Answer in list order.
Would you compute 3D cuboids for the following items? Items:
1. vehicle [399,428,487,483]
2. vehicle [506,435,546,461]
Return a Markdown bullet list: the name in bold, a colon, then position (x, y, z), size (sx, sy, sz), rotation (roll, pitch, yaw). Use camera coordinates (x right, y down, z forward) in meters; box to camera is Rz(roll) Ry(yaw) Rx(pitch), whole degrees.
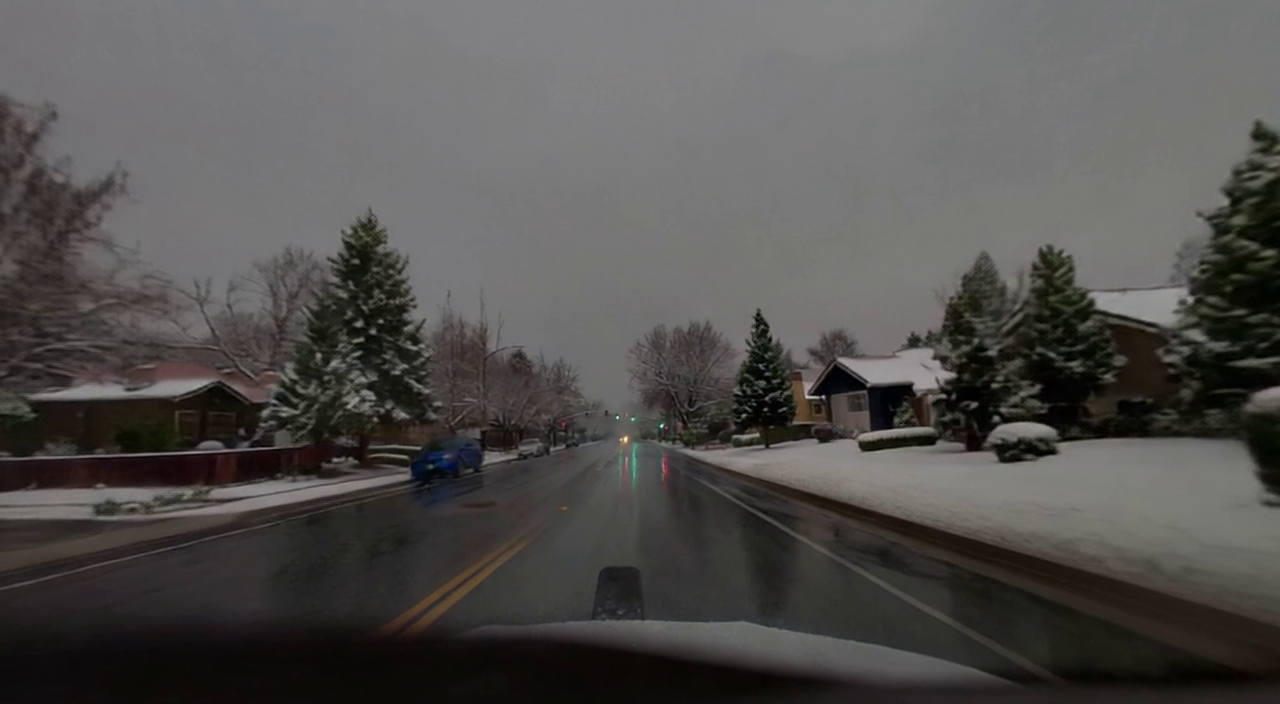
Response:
- **vehicle**: position (-7.643, 4.026, 24.918), size (2.209, 1.807, 4.432), rotation (-3, -8, -3)
- **vehicle**: position (-8.304, 7.025, 46.472), size (2.130, 1.692, 4.544), rotation (-2, -8, 0)
